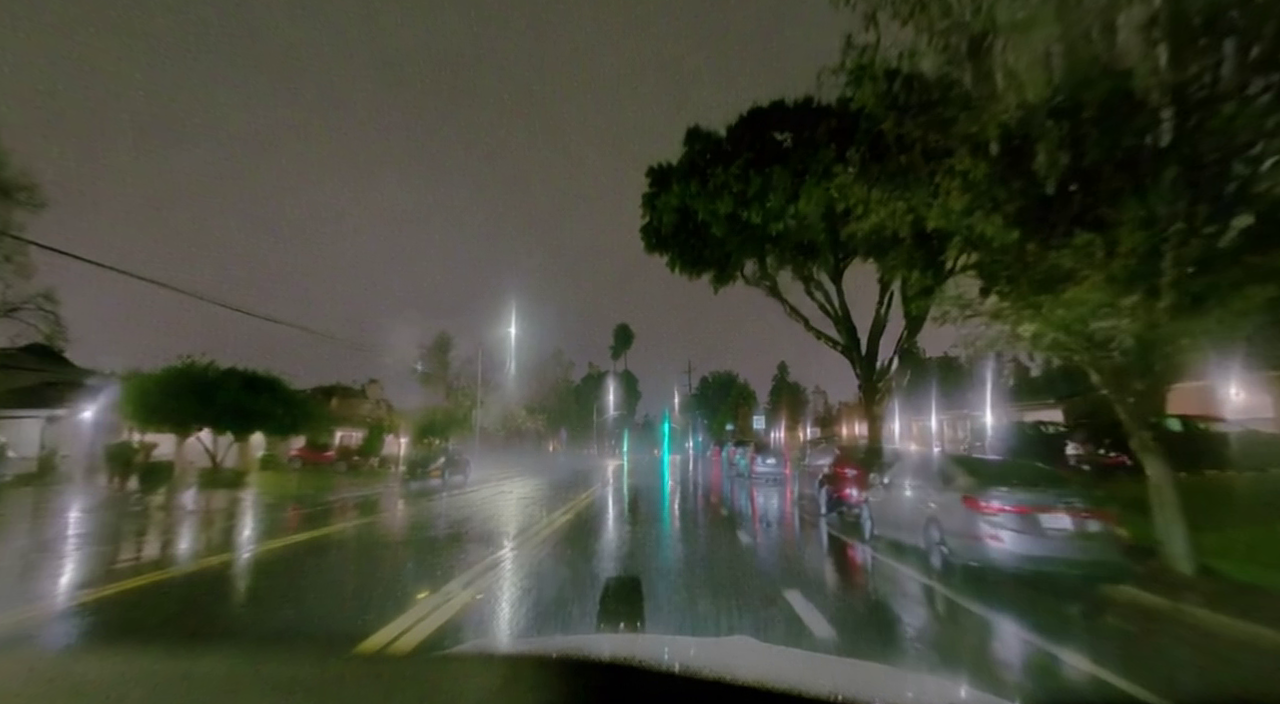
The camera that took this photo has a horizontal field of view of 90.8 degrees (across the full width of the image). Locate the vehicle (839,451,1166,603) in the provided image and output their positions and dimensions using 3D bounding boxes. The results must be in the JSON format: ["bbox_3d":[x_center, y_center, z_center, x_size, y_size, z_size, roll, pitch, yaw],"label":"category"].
[{"bbox_3d":[4.225,2.054,8.401,1.911,1.395,4.362,0,-8,3],"label":"vehicle"}]

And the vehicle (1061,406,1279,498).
[{"bbox_3d":[13.721,2.450,15.759,4.704,1.942,2.207,-3,-9,2],"label":"vehicle"}]

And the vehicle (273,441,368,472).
[{"bbox_3d":[-18.549,6.054,36.833,4.509,1.698,1.890,0,-9,4],"label":"vehicle"}]

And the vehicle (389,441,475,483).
[{"bbox_3d":[-9.585,5.146,29.645,2.093,1.767,5.120,-1,-9,3],"label":"vehicle"}]
